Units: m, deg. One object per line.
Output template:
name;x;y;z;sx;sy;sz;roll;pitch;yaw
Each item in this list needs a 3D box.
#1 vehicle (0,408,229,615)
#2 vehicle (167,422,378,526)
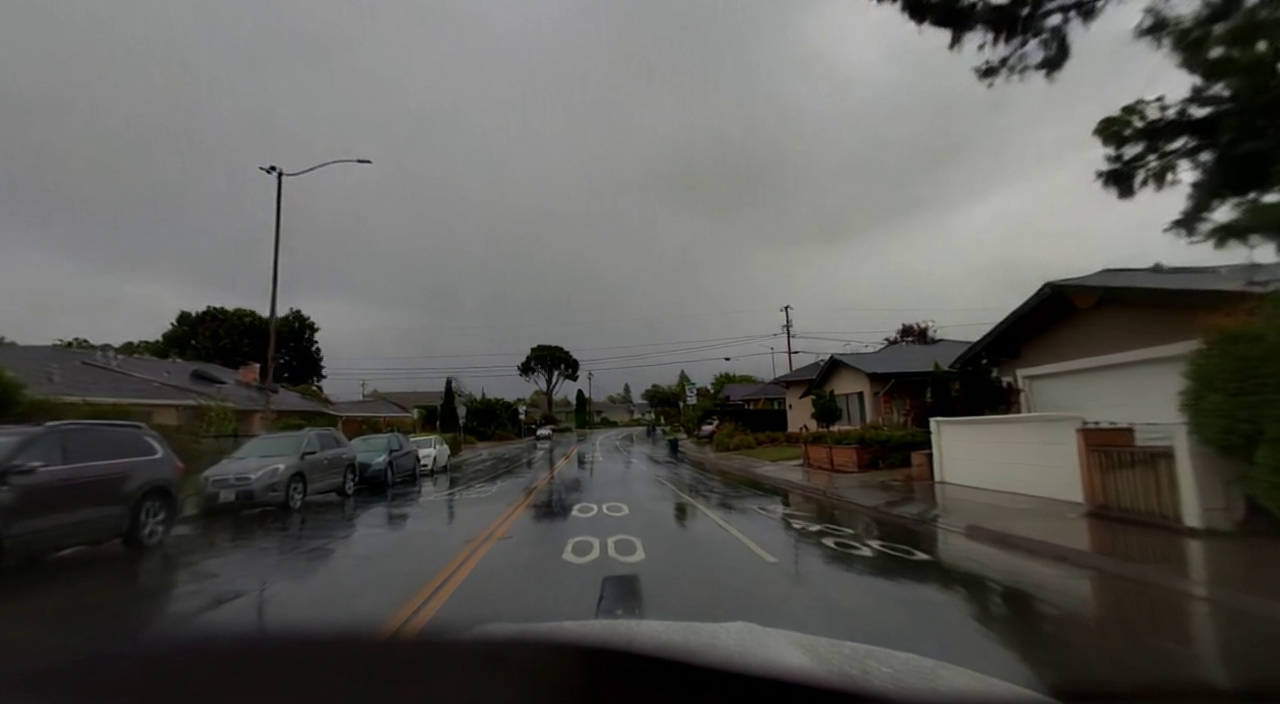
vehicle;-6.741;1.556;6.717;2.147;1.780;4.165;0;-8;-5
vehicle;-7.231;2.379;13.073;1.865;1.750;4.507;0;-7;-4
